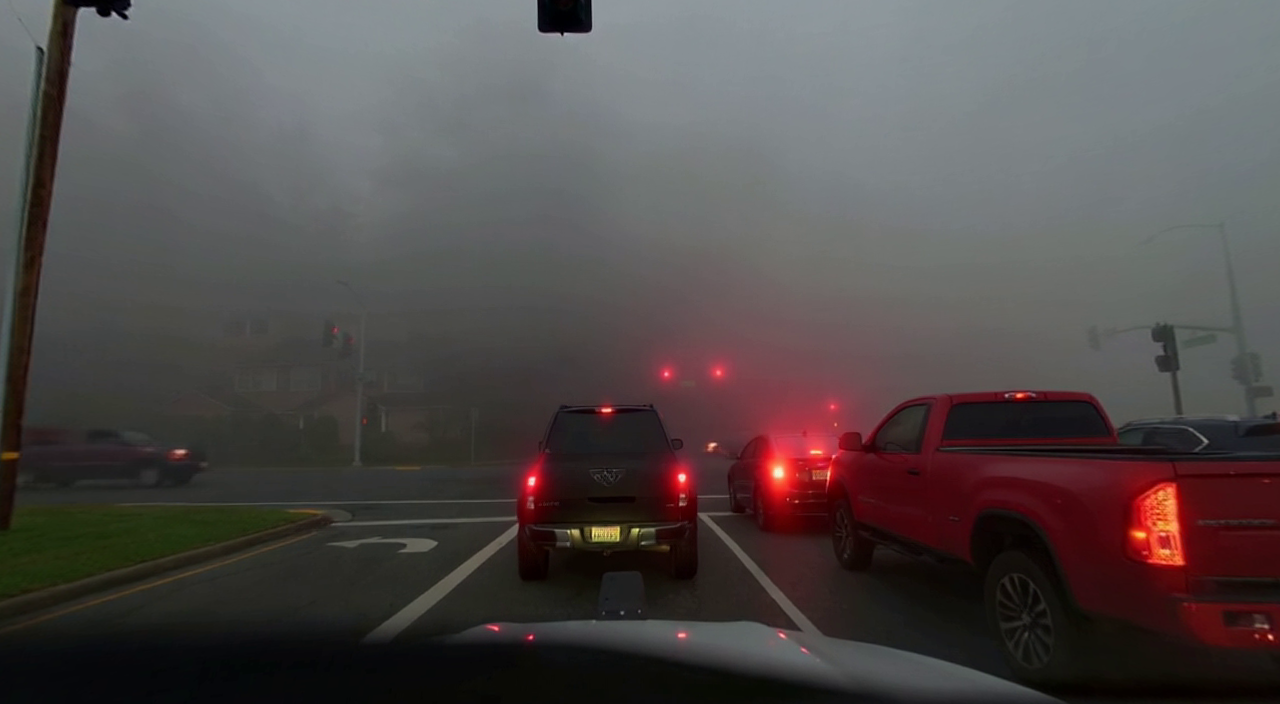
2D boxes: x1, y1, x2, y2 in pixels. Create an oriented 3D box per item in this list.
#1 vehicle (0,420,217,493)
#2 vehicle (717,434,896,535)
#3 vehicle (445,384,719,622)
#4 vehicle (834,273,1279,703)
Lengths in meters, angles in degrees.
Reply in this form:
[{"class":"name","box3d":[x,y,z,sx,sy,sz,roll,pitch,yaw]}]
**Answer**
[{"class":"vehicle","box3d":[-18.398,3.497,21.313,6.403,2.287,2.039,1,-8,-9]},{"class":"vehicle","box3d":[2.717,2.270,11.531,1.952,1.465,4.421,0,-8,-2]},{"class":"vehicle","box3d":[-0.292,1.403,6.670,1.915,1.780,3.379,-2,-8,12]},{"class":"vehicle","box3d":[2.977,0.954,3.901,1.886,1.849,5.070,0,-8,-1]}]
